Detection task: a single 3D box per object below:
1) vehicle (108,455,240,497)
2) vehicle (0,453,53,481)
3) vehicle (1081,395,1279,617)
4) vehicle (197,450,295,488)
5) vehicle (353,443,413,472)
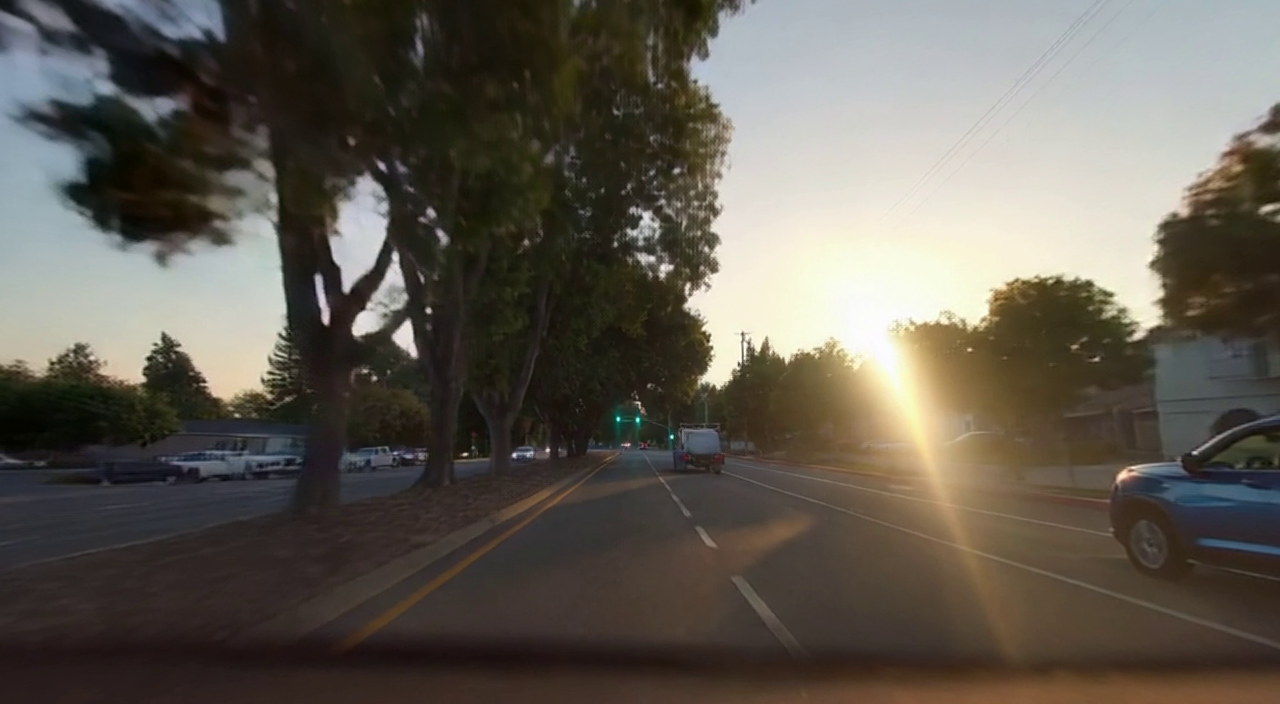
[{"bbox_3d":[-19.149,5.096,26.283,2.048,1.493,4.588,0,-8,-1],"label":"vehicle"},{"bbox_3d":[-41.615,7.485,41.186,4.562,1.756,2.075,0,-9,1],"label":"vehicle"},{"bbox_3d":[6.120,1.202,4.895,2.012,1.754,4.635,0,-8,0],"label":"vehicle"},{"bbox_3d":[-19.607,5.806,31.709,1.985,1.667,4.622,0,-8,-1],"label":"vehicle"},{"bbox_3d":[-19.701,8.081,48.749,2.281,2.035,5.418,0,-8,1],"label":"vehicle"}]
